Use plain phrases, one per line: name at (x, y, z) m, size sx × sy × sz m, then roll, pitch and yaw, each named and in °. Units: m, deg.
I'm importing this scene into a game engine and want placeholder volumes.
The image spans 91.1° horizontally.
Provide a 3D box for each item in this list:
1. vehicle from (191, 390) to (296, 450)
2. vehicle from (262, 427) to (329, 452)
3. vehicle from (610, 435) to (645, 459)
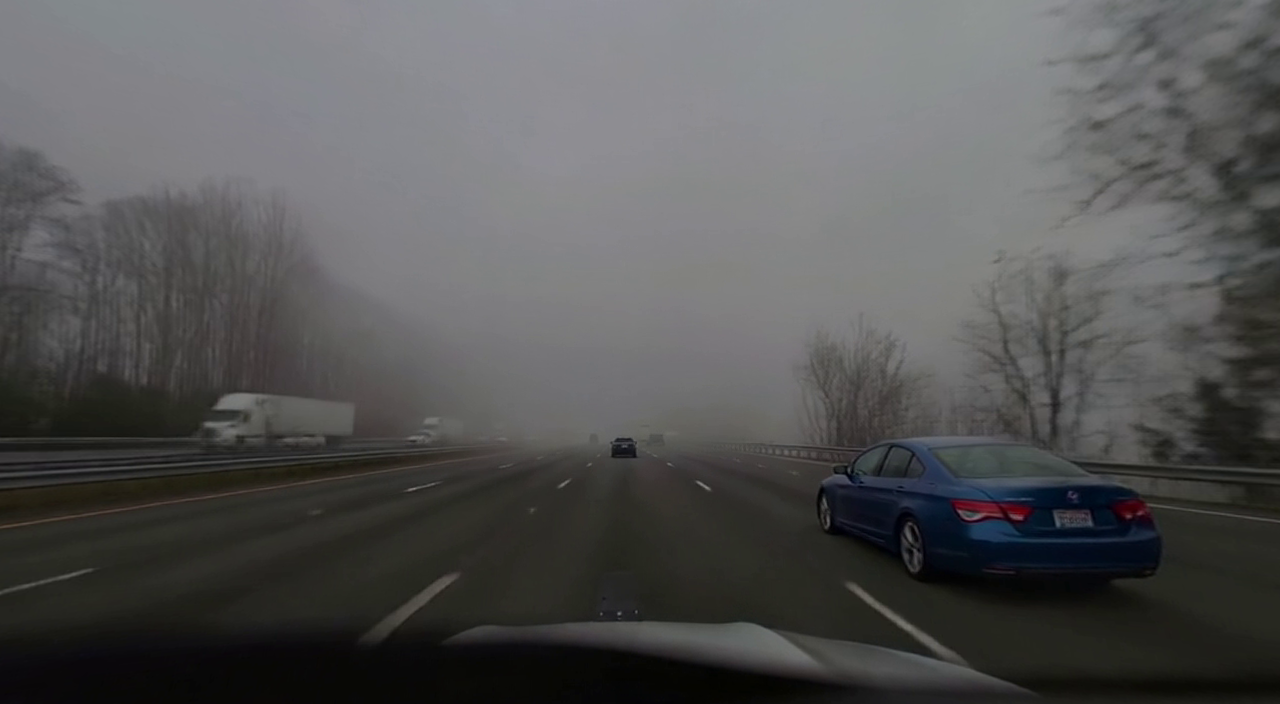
vehicle at (-26.257, 4.613, 42.023) m, size 3.178 × 3.670 × 6.015 m, roll 0°, pitch -8°, yaw -3°
vehicle at (-22.389, 5.707, 41.049) m, size 1.910 × 1.478 × 4.502 m, roll 0°, pitch -8°, yaw -1°
vehicle at (-0.822, 6.041, 40.210) m, size 2.121 × 1.445 × 4.187 m, roll 0°, pitch -8°, yaw -2°
